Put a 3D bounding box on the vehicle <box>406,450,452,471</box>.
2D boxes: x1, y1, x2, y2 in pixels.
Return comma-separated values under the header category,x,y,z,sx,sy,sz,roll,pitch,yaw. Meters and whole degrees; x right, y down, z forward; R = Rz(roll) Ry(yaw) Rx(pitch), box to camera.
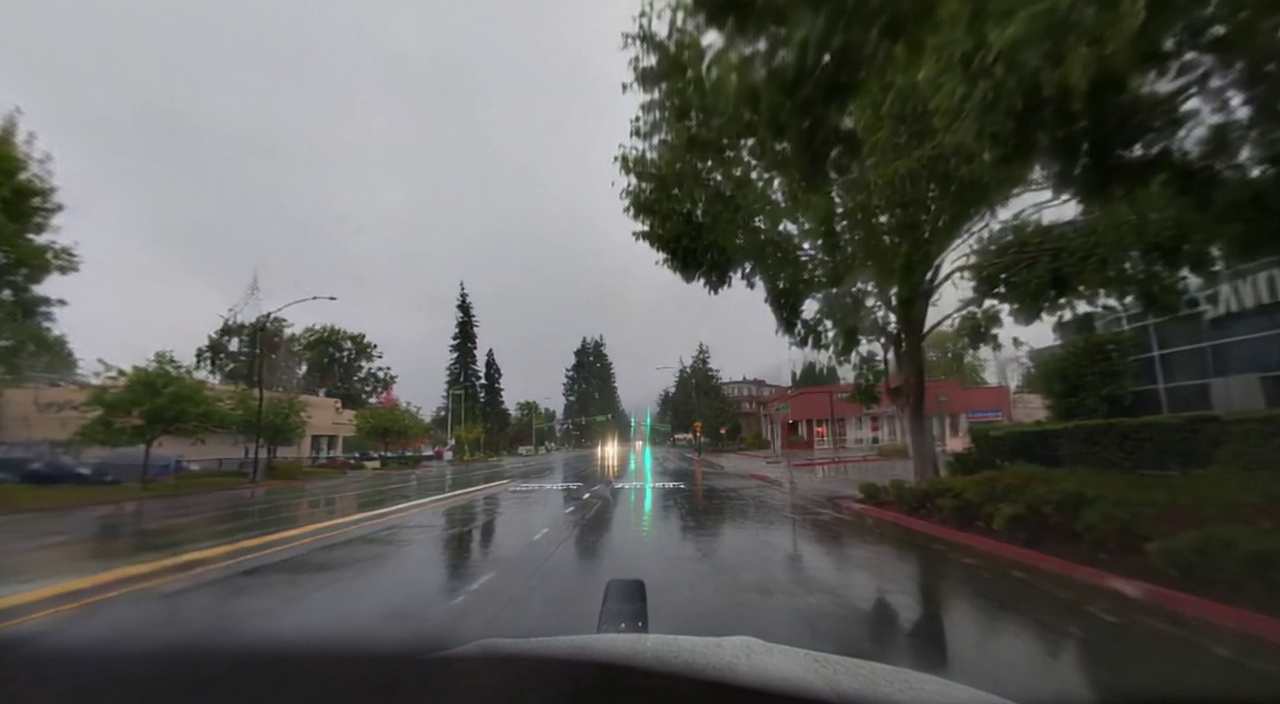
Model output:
category,x,y,z,sx,sy,sz,roll,pitch,yaw
vehicle,-16.697,8.601,49.979,1.861,1.541,4.530,-1,-9,3
